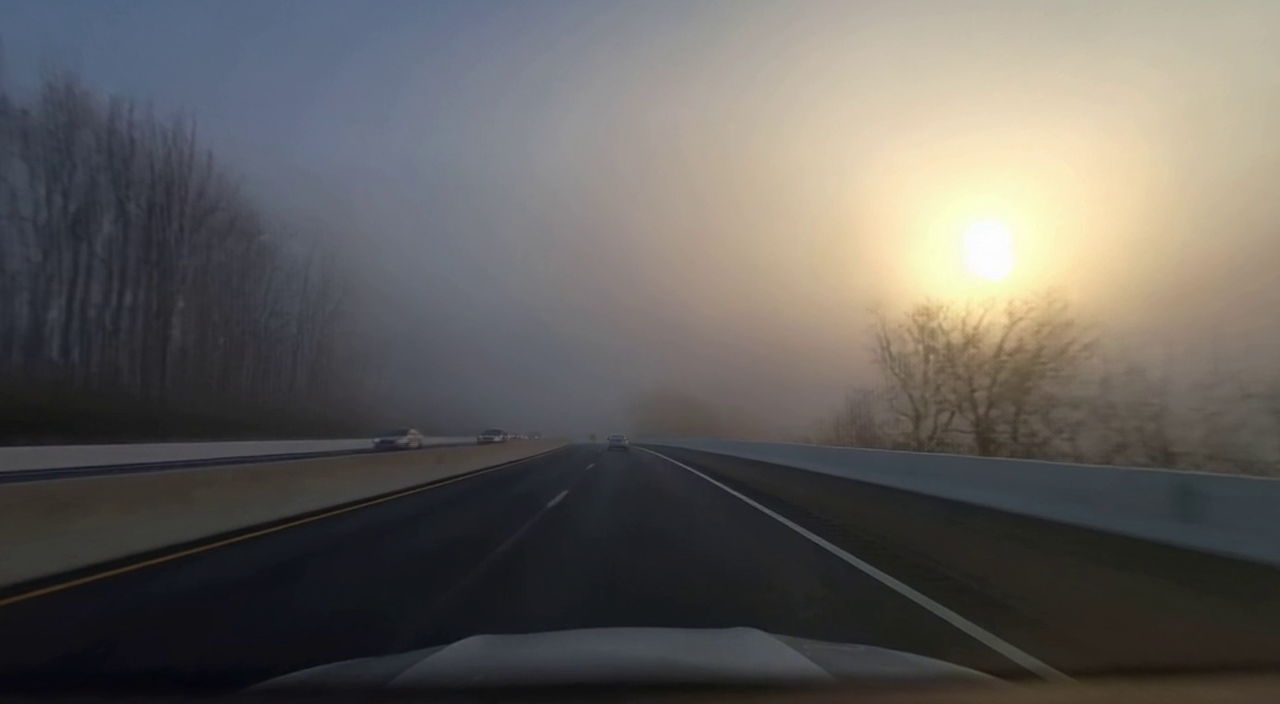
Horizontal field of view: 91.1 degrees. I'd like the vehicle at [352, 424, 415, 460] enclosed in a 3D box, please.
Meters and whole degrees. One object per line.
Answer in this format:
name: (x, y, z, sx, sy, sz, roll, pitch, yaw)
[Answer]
vehicle: (-15.365, 5.427, 37.978, 1.899, 1.991, 4.610, 0, -8, -1)
